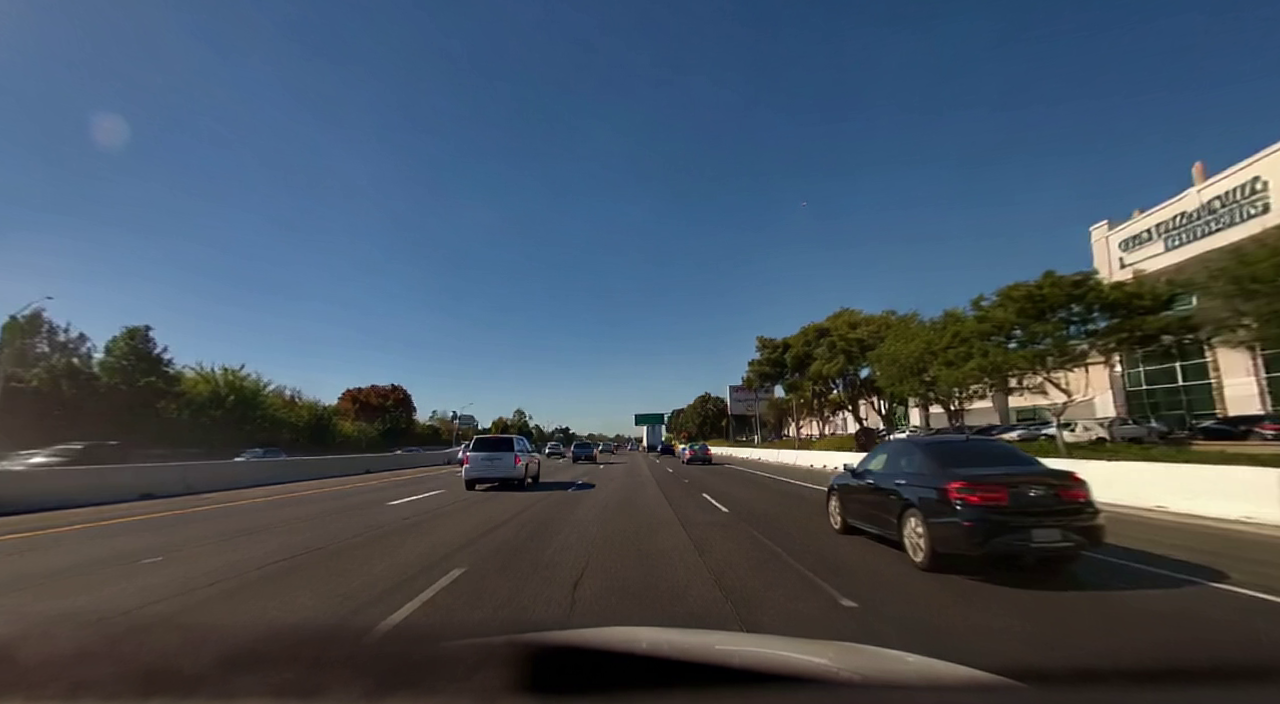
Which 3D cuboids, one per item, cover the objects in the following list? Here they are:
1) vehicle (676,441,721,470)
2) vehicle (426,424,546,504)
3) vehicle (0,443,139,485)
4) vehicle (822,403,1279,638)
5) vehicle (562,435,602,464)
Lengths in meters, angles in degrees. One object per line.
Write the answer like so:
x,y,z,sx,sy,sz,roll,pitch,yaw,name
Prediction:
3.214,5.756,35.434,1.957,1.510,4.643,0,-8,-2,vehicle
-3.802,2.847,16.494,1.987,1.765,4.508,0,-8,0,vehicle
-24.851,4.817,27.544,2.053,1.645,4.876,0,-8,0,vehicle
3.624,1.480,6.596,2.033,1.596,4.344,0,-8,-2,vehicle
-4.027,6.947,45.127,2.410,1.981,5.355,0,-8,0,vehicle
